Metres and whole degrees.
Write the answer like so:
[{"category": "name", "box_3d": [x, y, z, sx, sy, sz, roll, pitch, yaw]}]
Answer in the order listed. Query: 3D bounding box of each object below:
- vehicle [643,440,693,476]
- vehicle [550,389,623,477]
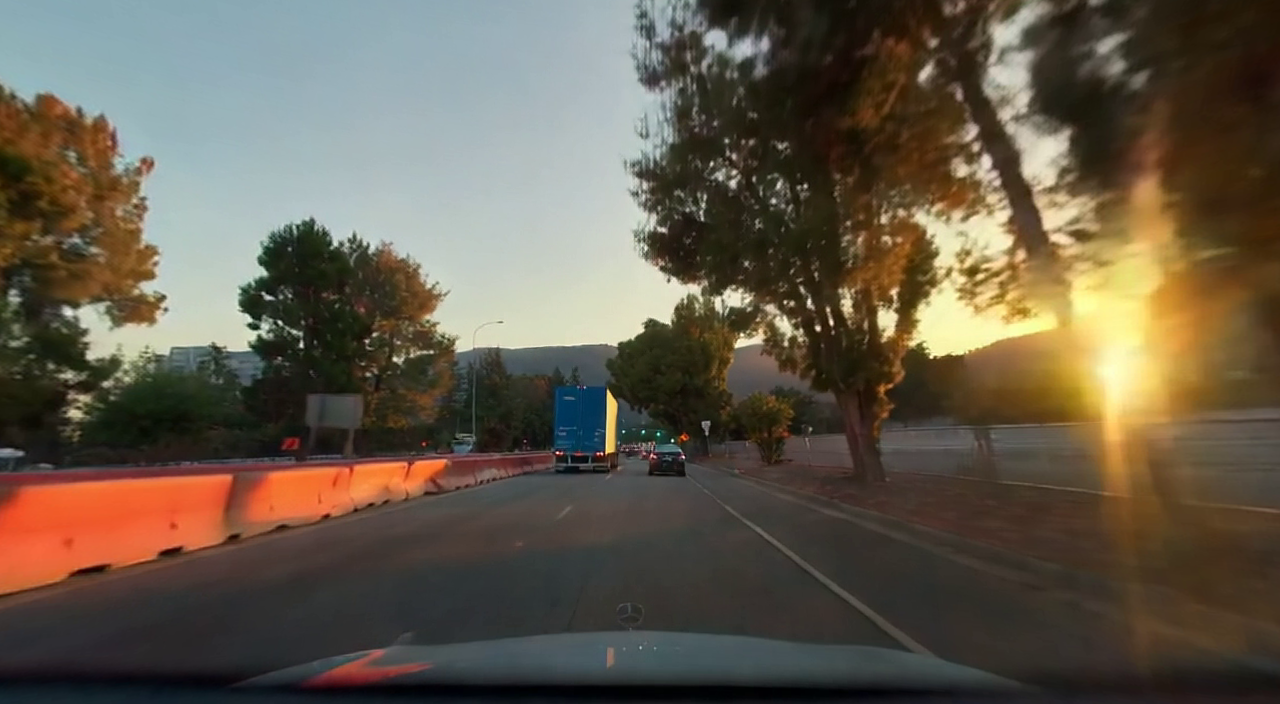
[{"category": "vehicle", "box_3d": [1.343, 5.342, 31.986, 2.304, 1.675, 4.462, 0, -8, 0]}, {"category": "vehicle", "box_3d": [-2.729, 4.922, 37.495, 2.906, 4.115, 15.715, 0, -8, 0]}]
